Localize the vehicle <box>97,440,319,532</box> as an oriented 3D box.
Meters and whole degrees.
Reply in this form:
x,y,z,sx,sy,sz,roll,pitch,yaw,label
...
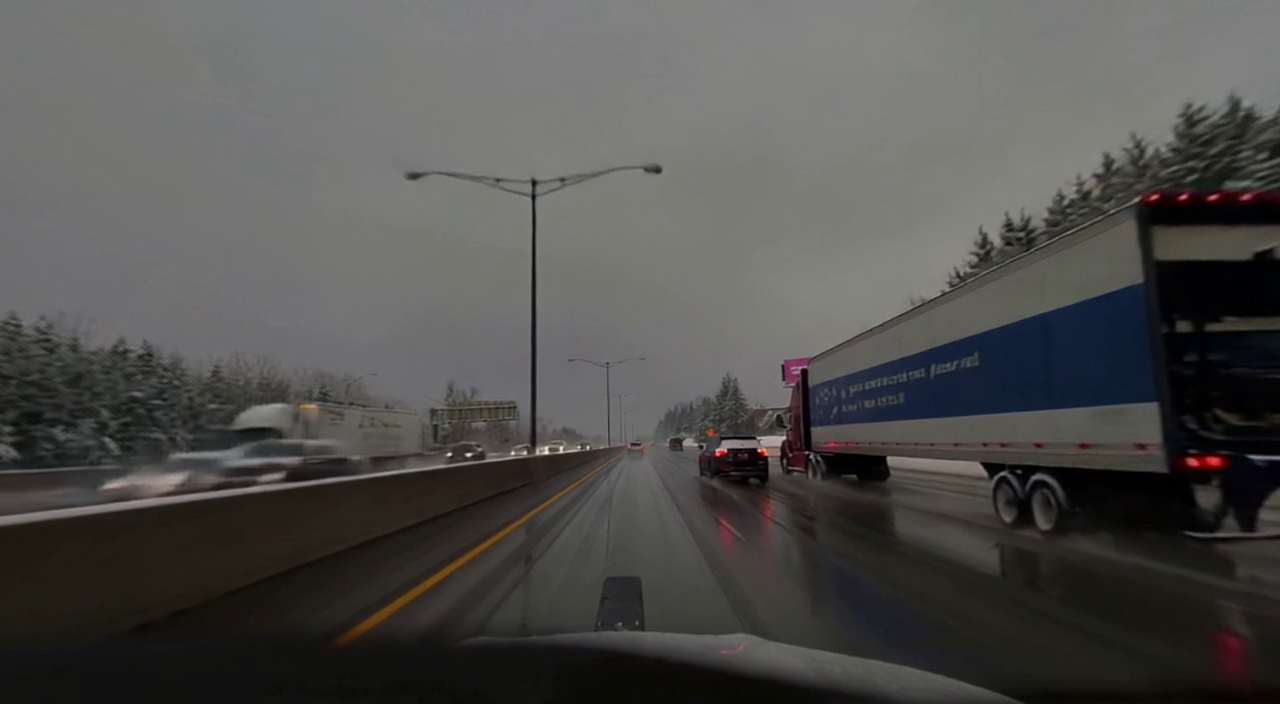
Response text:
x,y,z,sx,sy,sz,roll,pitch,yaw,label
-7.572,2.335,11.521,1.613,1.392,3.376,0,-8,1,vehicle

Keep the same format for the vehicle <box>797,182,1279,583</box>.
x,y,z,sx,sy,sz,roll,pitch,yaw,label
6.836,1.288,13.627,2.864,4.060,14.637,0,-8,-1,vehicle

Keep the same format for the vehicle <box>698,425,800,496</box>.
x,y,z,sx,sy,sz,roll,pitch,yaw,label
2.867,2.977,17.656,1.973,1.710,4.476,0,-8,-1,vehicle

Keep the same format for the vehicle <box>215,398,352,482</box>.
x,y,z,sx,sy,sz,roll,pitch,yaw,label
-18.532,4.696,33.587,2.999,3.935,7.111,0,-8,0,vehicle

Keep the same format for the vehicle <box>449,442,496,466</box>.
x,y,z,sx,sy,sz,roll,pitch,yaw,label
-10.980,6.727,41.707,1.943,1.468,4.227,0,-9,0,vehicle
